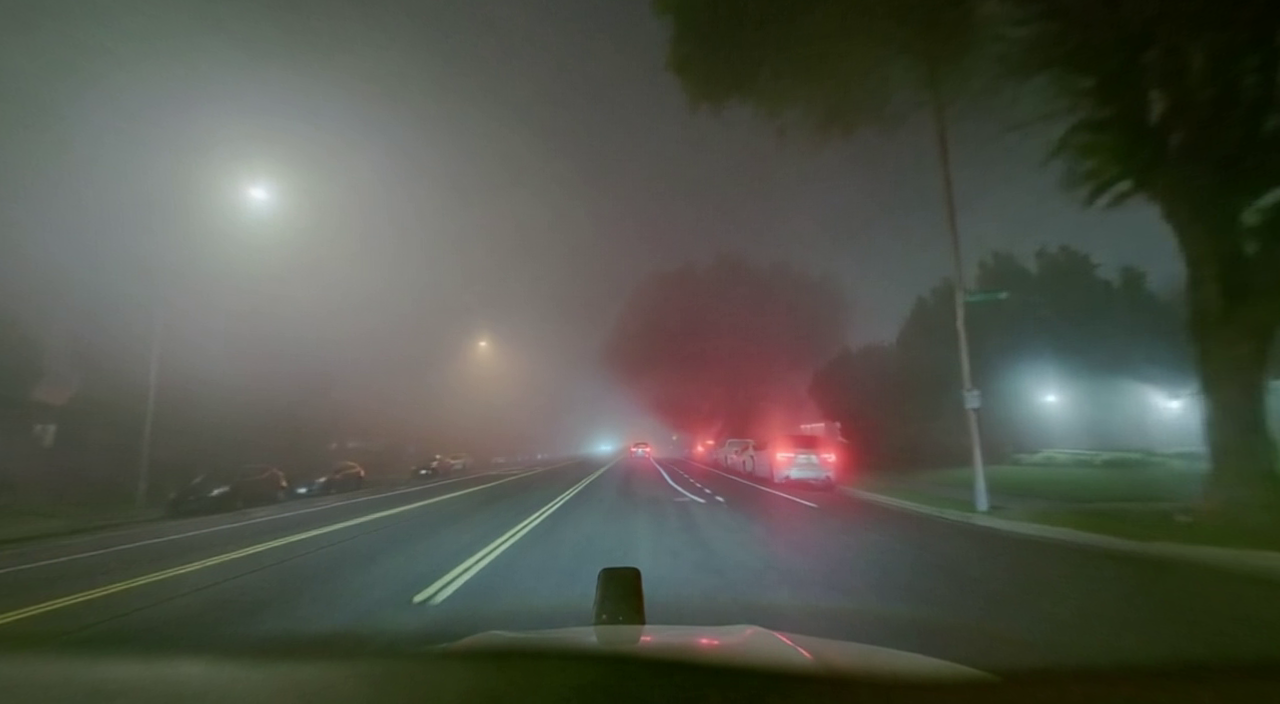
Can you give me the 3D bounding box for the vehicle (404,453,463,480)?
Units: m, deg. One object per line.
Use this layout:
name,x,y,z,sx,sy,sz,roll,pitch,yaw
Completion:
vehicle,-12.803,7.122,39.518,1.969,1.490,4.675,0,-9,1

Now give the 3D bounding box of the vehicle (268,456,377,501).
vehicle,-12.690,5.053,25.658,1.880,1.523,4.833,0,-9,1

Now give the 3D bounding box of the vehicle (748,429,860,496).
vehicle,4.869,3.374,19.677,2.022,1.799,5.105,0,-9,-1

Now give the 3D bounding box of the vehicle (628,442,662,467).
vehicle,0.261,6.379,39.571,2.022,1.471,3.973,0,-9,-1

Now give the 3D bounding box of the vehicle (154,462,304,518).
vehicle,-12.776,4.279,20.043,1.834,1.467,4.357,0,-9,-1
